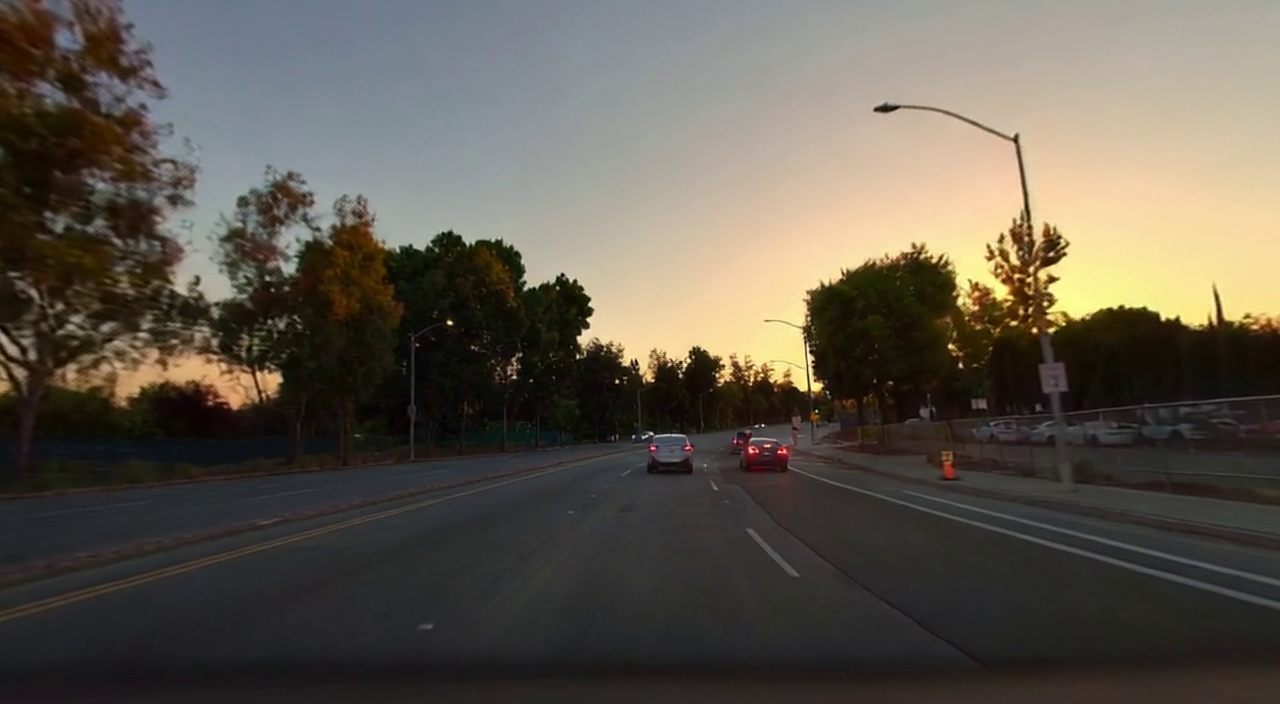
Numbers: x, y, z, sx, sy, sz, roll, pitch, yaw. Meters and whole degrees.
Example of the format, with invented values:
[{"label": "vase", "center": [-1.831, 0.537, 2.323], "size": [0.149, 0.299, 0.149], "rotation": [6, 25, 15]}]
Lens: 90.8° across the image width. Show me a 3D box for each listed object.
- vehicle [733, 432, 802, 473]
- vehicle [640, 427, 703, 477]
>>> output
[{"label": "vehicle", "center": [4.963, 3.984, 25.209], "size": [2.147, 1.474, 4.083], "rotation": [-1, -8, 4]}, {"label": "vehicle", "center": [1.258, 3.711, 23.547], "size": [2.105, 1.676, 4.541], "rotation": [-1, -8, 5]}]
